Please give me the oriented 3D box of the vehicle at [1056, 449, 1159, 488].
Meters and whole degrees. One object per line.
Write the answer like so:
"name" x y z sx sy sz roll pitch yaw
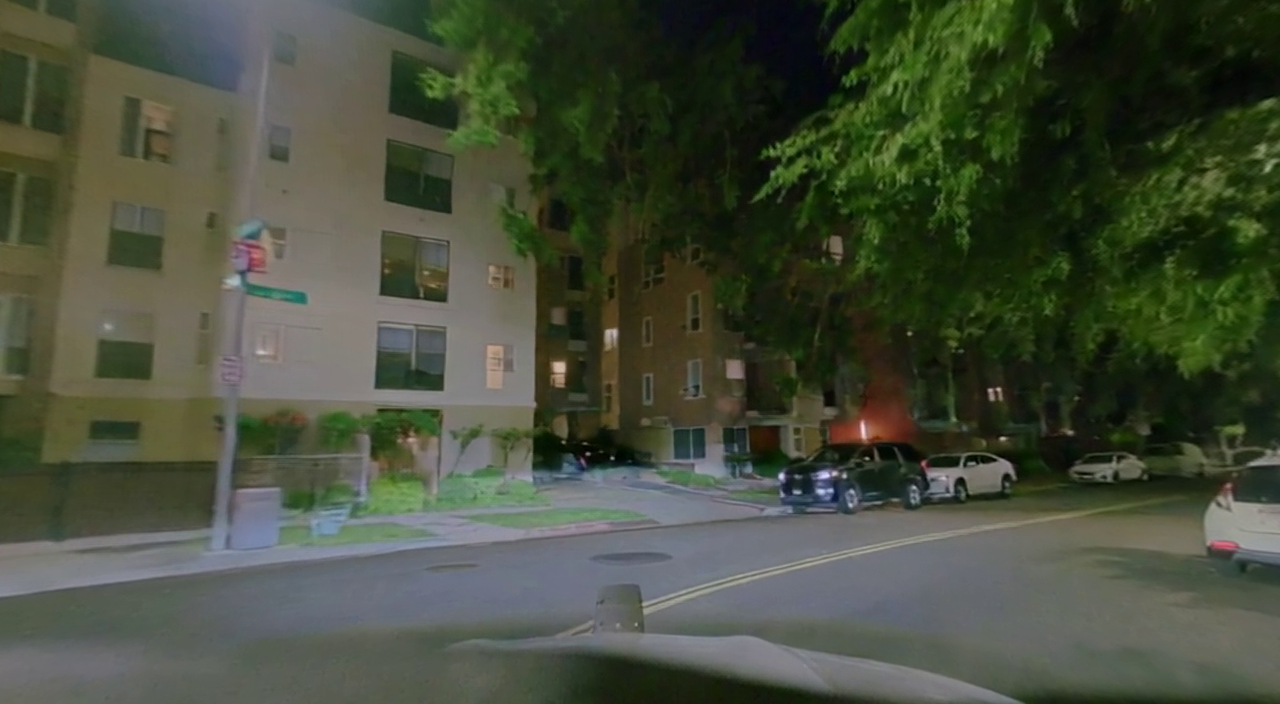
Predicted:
"vehicle" 19.267 4.715 25.982 4.313 1.463 1.921 6 -10 -33

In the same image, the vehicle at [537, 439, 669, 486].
"vehicle" -1.156 3.802 22.048 1.812 1.458 4.714 -7 -11 40

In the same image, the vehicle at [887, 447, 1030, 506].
"vehicle" 9.735 3.686 19.201 4.696 1.478 1.902 5 -11 -37

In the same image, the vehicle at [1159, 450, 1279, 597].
"vehicle" 8.341 1.894 7.497 4.634 1.424 1.966 6 -10 -33

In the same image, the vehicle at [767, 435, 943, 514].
"vehicle" 5.632 3.085 16.362 4.584 1.744 1.946 6 -11 -36
